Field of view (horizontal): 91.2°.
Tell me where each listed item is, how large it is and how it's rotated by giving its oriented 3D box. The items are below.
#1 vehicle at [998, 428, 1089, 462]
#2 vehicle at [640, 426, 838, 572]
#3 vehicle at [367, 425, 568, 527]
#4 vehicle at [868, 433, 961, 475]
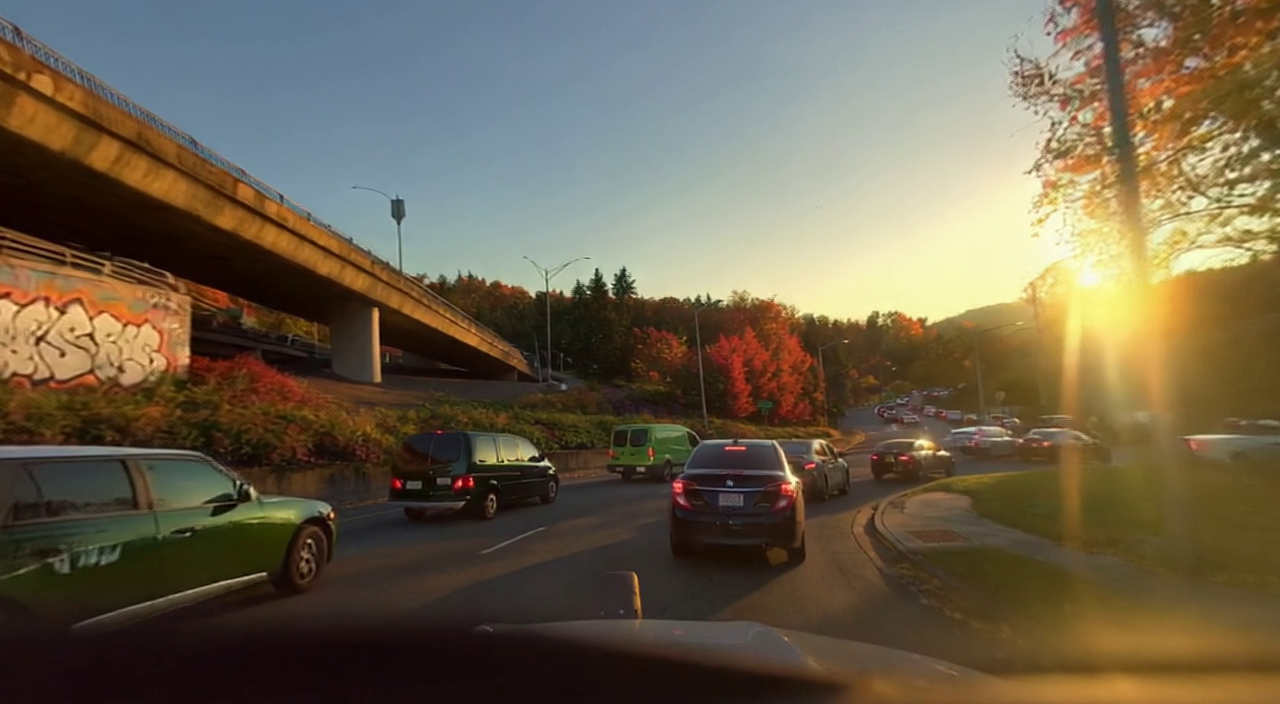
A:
[{"bbox_3d":[18.796,4.333,29.180,3.934,1.485,1.763,5,-10,-29],"label":"vehicle"},{"bbox_3d":[1.584,1.871,8.725,2.064,1.515,3.722,-3,-9,18],"label":"vehicle"},{"bbox_3d":[-2.972,2.257,11.896,1.921,1.554,4.081,-3,-9,13],"label":"vehicle"},{"bbox_3d":[10.646,3.916,24.160,3.902,1.446,1.780,8,-12,-42],"label":"vehicle"}]
